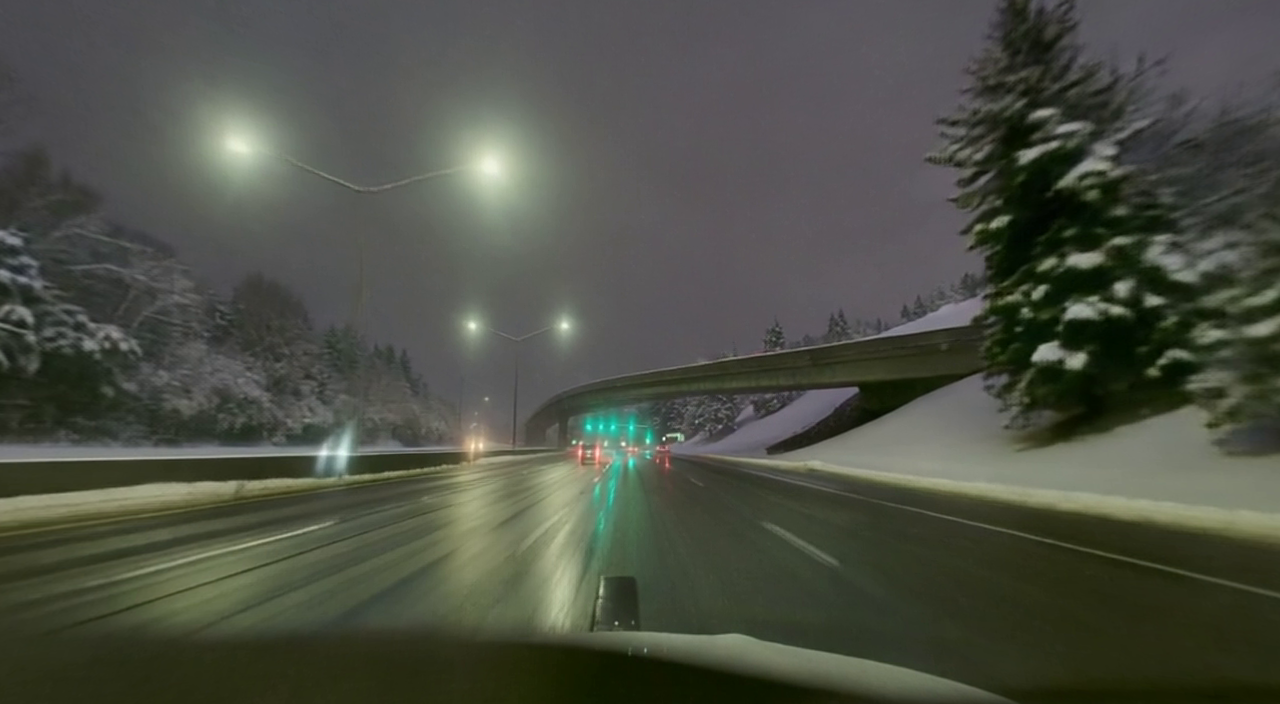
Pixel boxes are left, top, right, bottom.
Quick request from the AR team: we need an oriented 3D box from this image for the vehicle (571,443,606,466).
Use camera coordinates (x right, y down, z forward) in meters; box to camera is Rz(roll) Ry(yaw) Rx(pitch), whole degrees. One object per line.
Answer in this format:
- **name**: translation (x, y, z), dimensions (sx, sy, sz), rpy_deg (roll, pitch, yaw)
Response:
- **vehicle**: translation (-3.484, 7.045, 43.531), dimensions (2.037, 1.514, 4.335), rpy_deg (0, -9, 0)
